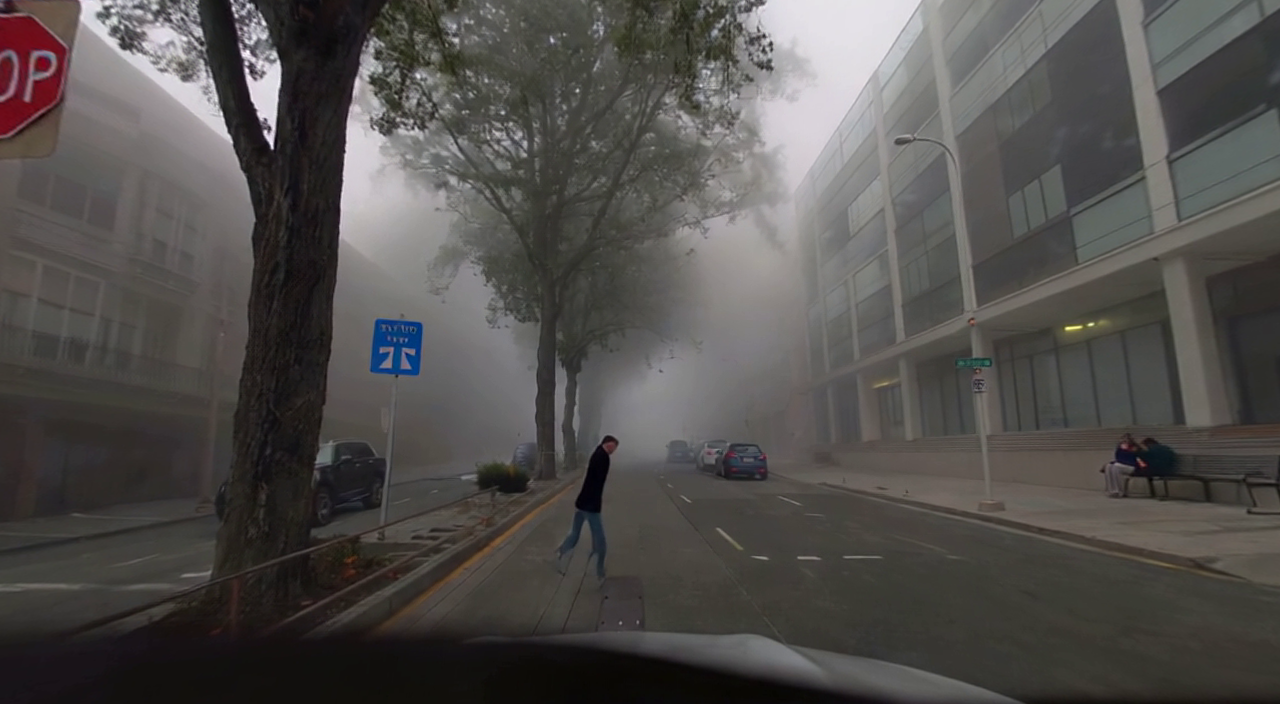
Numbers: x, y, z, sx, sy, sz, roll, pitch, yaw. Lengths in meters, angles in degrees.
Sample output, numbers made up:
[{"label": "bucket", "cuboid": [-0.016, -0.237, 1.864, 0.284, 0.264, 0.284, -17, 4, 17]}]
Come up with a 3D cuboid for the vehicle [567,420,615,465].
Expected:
[{"label": "vehicle", "cuboid": [-3.001, 5.769, 40.219, 2.317, 2.596, 6.053, 0, -8, 3]}]

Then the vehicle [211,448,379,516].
[{"label": "vehicle", "cuboid": [-8.798, 3.307, 16.644, 2.007, 1.503, 4.343, 0, -8, -1]}]

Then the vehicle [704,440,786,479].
[{"label": "vehicle", "cuboid": [4.586, 4.567, 27.108, 1.858, 1.491, 4.329, -5, -10, 33]}]

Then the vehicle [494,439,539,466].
[{"label": "vehicle", "cuboid": [-8.854, 7.260, 45.733, 2.256, 1.802, 4.333, 0, -8, 2]}]
